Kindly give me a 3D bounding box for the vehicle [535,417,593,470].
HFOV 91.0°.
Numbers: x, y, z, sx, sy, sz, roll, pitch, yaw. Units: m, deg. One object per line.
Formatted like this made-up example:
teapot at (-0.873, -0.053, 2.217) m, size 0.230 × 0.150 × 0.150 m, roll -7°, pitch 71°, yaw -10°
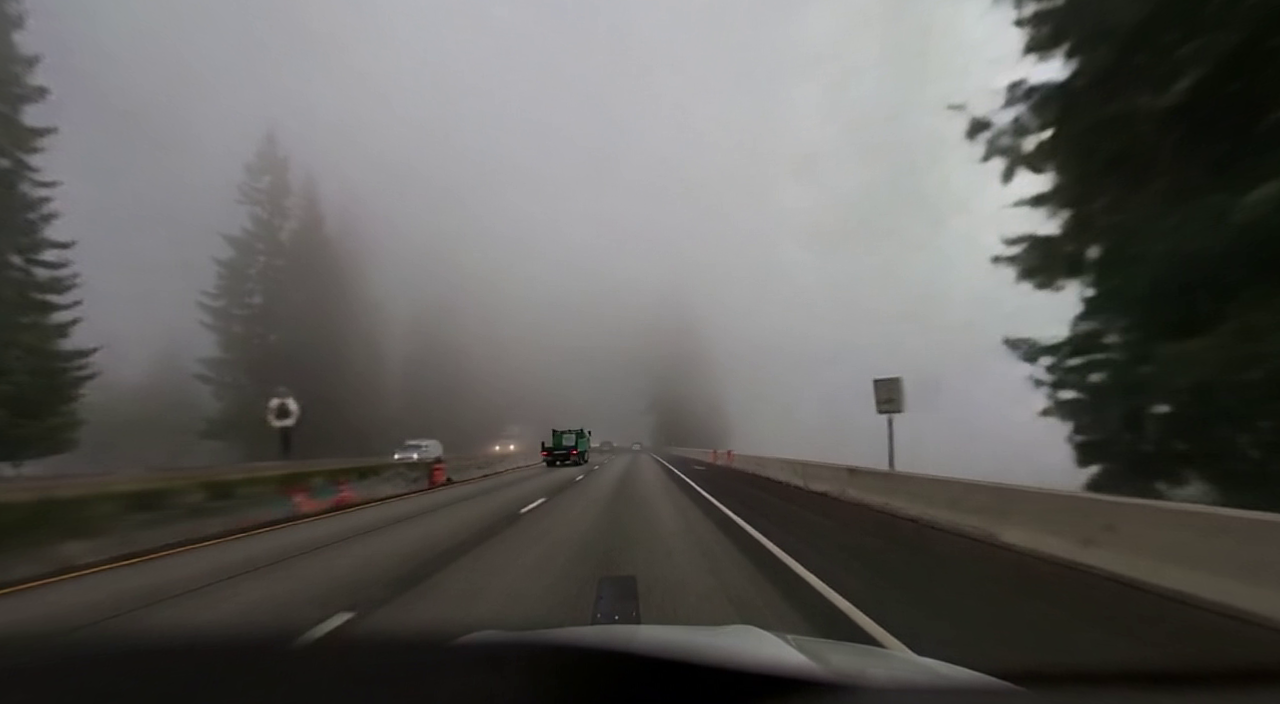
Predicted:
vehicle at (-4.006, 4.967, 34.317) m, size 2.484 × 2.625 × 5.907 m, roll 0°, pitch -8°, yaw -1°
